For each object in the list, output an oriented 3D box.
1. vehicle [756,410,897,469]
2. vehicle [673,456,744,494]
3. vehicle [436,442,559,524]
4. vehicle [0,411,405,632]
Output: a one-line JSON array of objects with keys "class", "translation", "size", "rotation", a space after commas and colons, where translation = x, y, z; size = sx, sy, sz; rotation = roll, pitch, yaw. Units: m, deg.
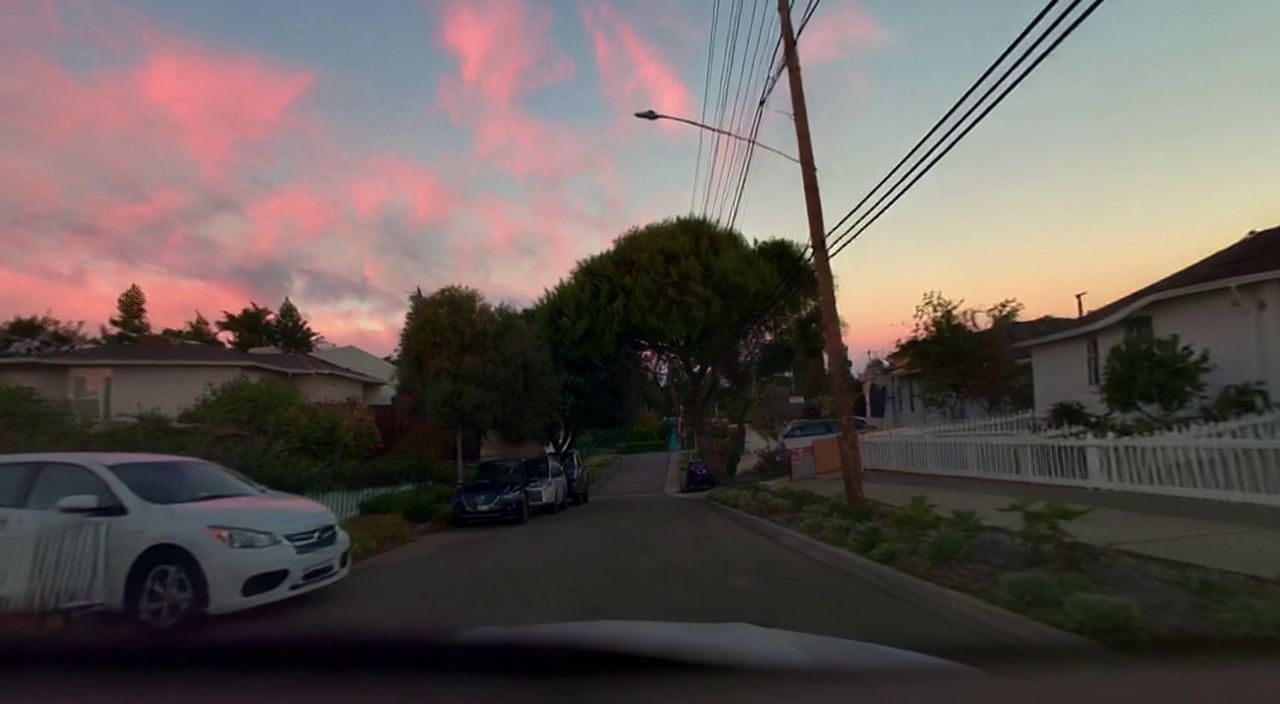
[{"class": "vehicle", "translation": [6.374, 3.022, 21.951], "size": [4.249, 1.905, 1.904], "rotation": [0, -8, -3]}, {"class": "vehicle", "translation": [3.122, 5.586, 29.008], "size": [3.005, 1.535, 4.025], "rotation": [-1, -8, 6]}, {"class": "vehicle", "translation": [-3.113, 2.937, 14.889], "size": [2.081, 1.589, 4.691], "rotation": [0, -8, -3]}, {"class": "vehicle", "translation": [-4.995, 1.518, 5.972], "size": [4.537, 1.595, 2.471], "rotation": [1, -13, -2]}]
